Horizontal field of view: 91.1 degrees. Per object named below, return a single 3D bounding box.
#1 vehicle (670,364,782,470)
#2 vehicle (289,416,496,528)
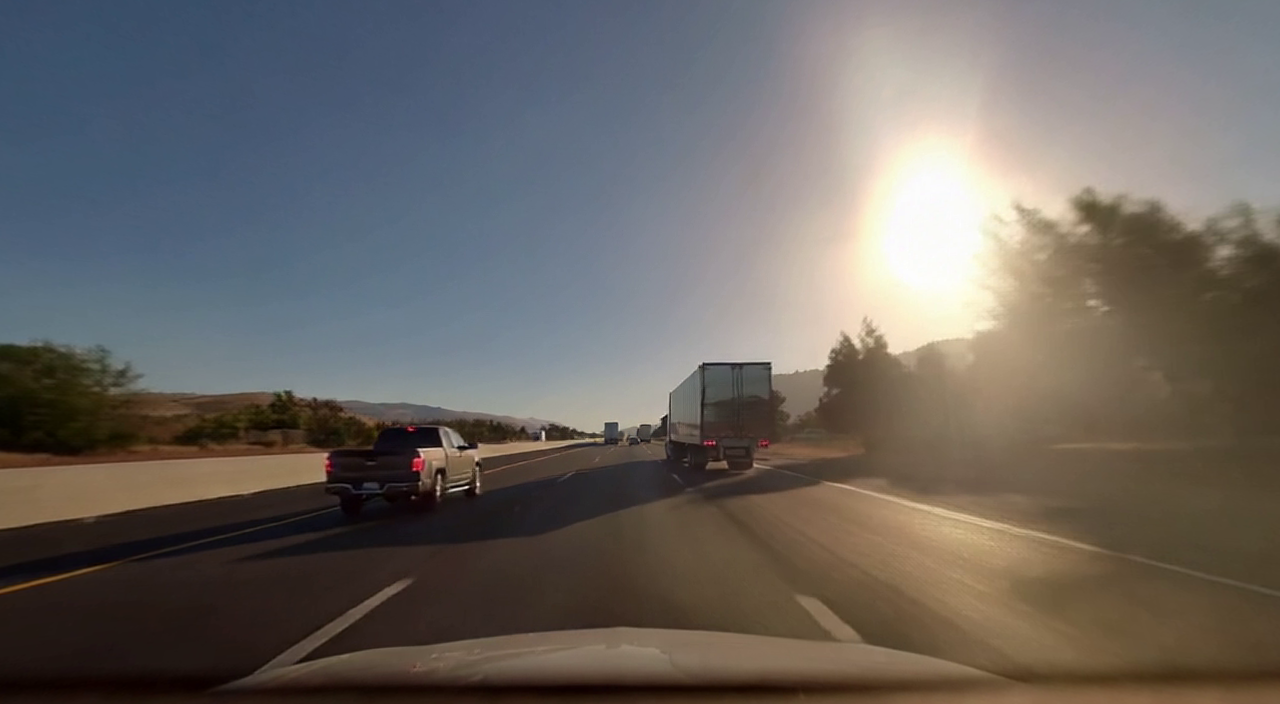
[{"bbox_3d":[3.798,3.757,33.587,3.144,4.168,17.594,0,-8,-1],"label":"vehicle"},{"bbox_3d":[-4.075,2.026,11.257,2.044,1.604,4.144,0,-8,0],"label":"vehicle"}]
